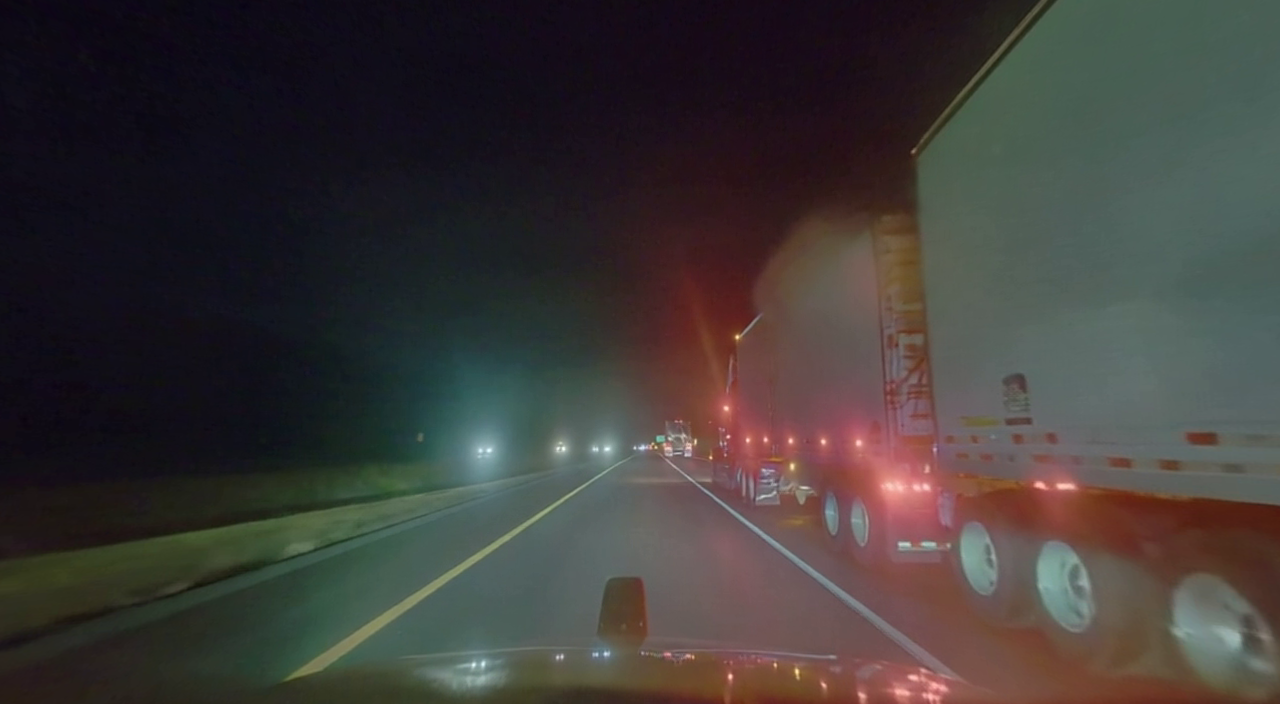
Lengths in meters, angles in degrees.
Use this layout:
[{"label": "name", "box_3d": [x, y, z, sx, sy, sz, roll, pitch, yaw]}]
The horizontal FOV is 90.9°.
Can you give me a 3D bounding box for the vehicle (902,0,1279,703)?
[{"label": "vehicle", "box_3d": [4.009, -0.499, 0.932, 3.080, 4.016, 9.760, -1, -8, 1]}]
